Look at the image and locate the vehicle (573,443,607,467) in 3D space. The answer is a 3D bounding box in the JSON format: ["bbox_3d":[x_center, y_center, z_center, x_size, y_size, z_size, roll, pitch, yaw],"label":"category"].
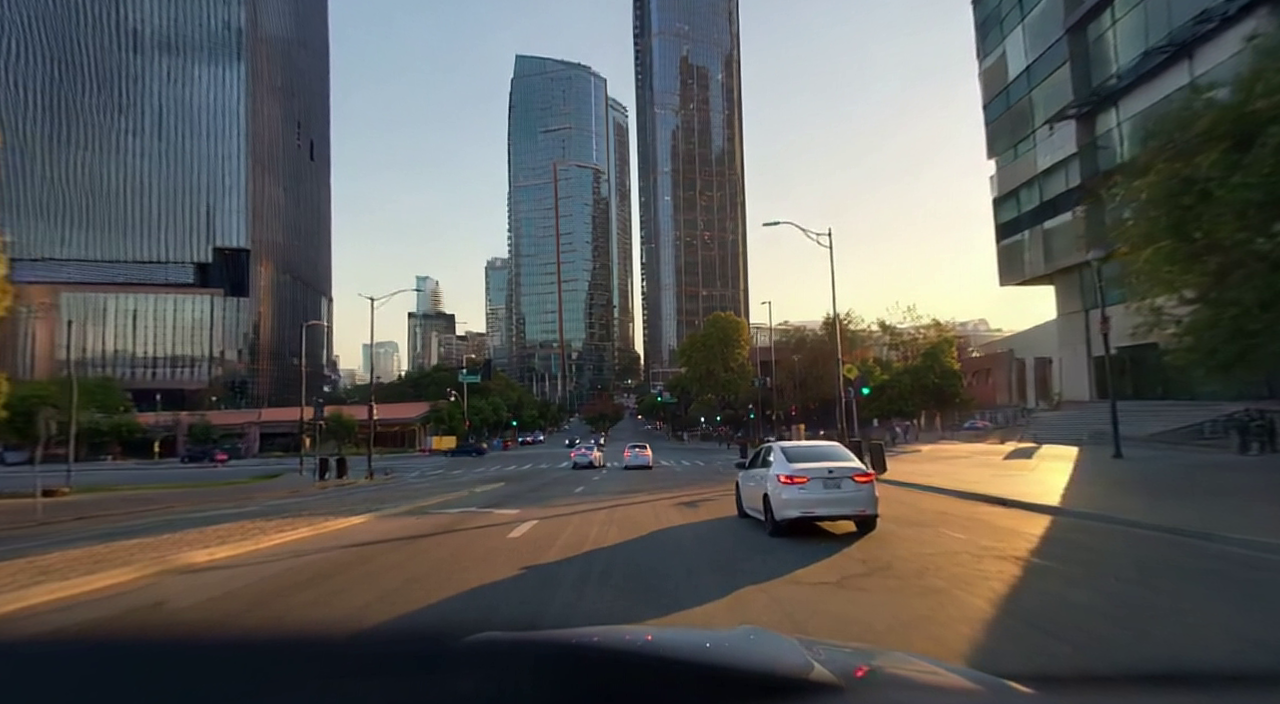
[{"bbox_3d":[-3.353,7.010,43.233,1.995,1.479,4.627,0,-8,0],"label":"vehicle"}]

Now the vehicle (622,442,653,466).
[{"bbox_3d":[-0.159,6.781,42.218,2.016,1.478,3.795,0,-8,0],"label":"vehicle"}]
